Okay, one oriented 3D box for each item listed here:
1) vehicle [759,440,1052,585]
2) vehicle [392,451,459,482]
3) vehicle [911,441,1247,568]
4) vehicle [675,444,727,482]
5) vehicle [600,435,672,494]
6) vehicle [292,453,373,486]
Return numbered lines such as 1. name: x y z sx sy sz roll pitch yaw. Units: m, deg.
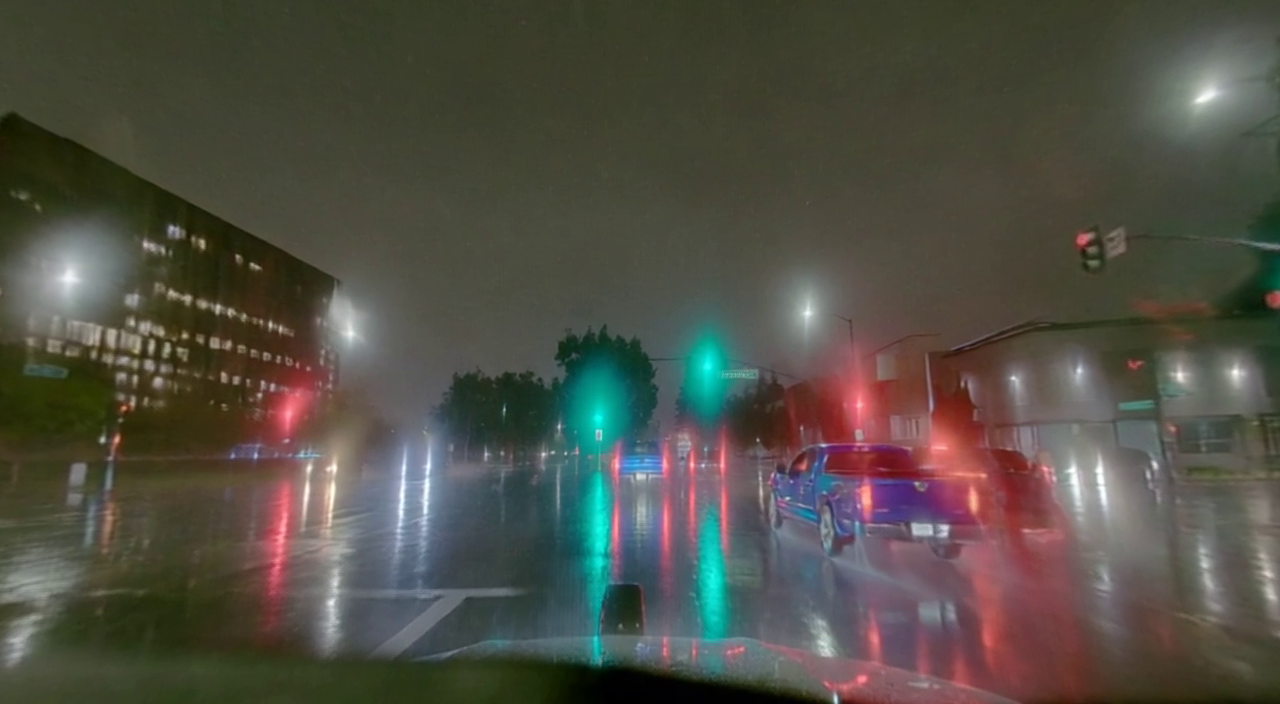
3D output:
1. vehicle: 3.152 1.973 8.741 2.057 1.463 4.365 0 -8 -1
2. vehicle: -11.492 6.154 34.208 1.989 1.459 4.667 0 -8 0
3. vehicle: 6.156 2.135 9.761 1.855 1.469 4.598 0 -8 0
4. vehicle: 2.929 5.464 31.453 2.013 1.742 4.424 0 -8 -2
5. vehicle: -0.160 4.027 23.010 2.344 1.883 4.572 0 -8 -1
6. vehicle: -15.634 5.958 32.385 1.915 1.491 4.347 0 -8 0
